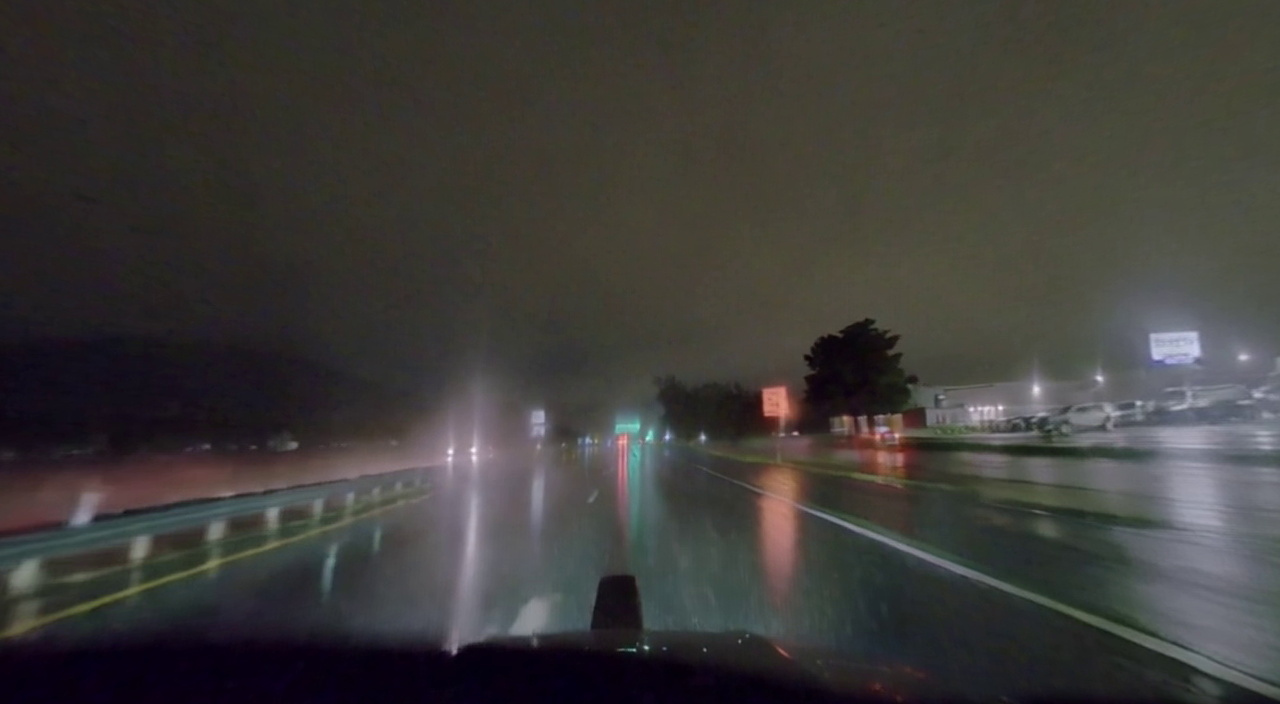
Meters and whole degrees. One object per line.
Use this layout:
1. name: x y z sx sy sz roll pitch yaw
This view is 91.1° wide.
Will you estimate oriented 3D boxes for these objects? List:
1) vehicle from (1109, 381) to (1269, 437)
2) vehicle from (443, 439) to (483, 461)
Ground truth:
1. vehicle: 42.783 4.780 49.852 2.777 3.872 11.870 -1 -8 5
2. vehicle: -12.881 7.110 45.976 1.865 1.508 3.921 0 -8 0
